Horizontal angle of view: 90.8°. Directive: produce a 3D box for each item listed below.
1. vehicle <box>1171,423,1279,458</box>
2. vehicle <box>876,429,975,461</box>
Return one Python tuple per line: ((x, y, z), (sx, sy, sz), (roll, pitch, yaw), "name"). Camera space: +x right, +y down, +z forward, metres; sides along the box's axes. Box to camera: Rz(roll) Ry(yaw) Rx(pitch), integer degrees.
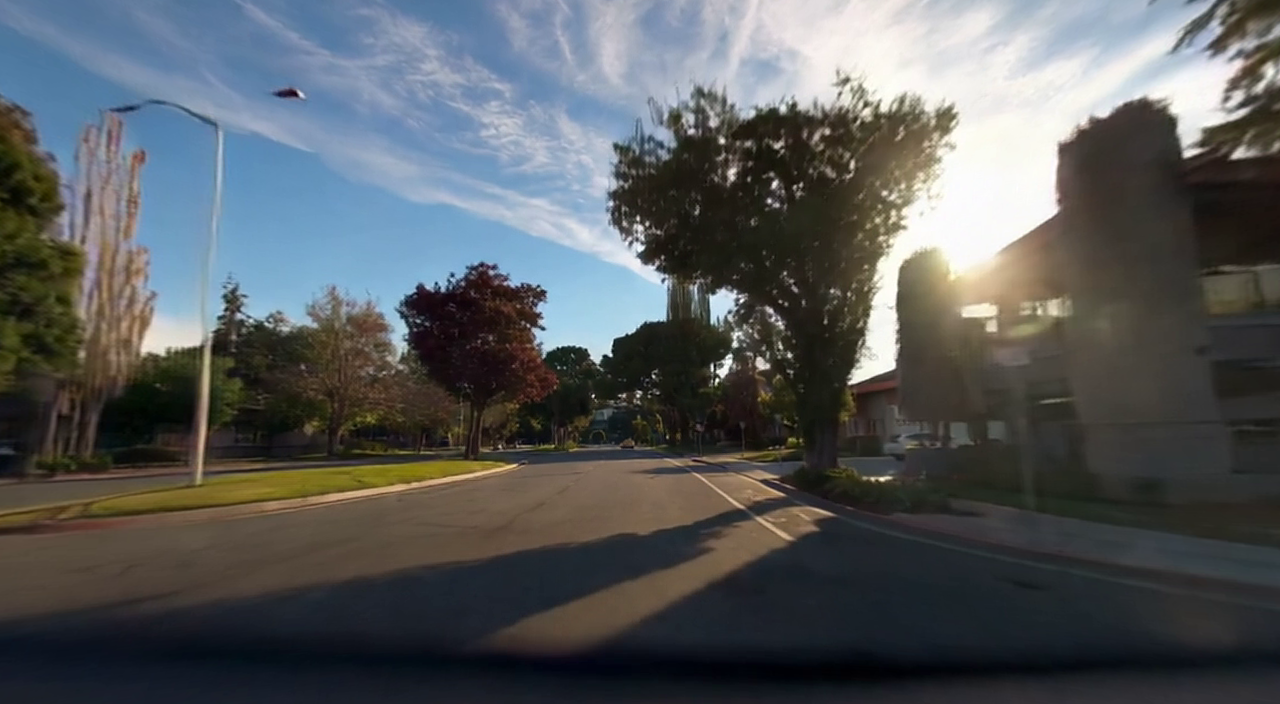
((29.464, 4.376, 31.231), (4.846, 1.669, 1.968), (1, -8, -7), "vehicle")
((14.829, 4.871, 33.018), (4.198, 1.561, 1.937), (0, -10, 1), "vehicle")
